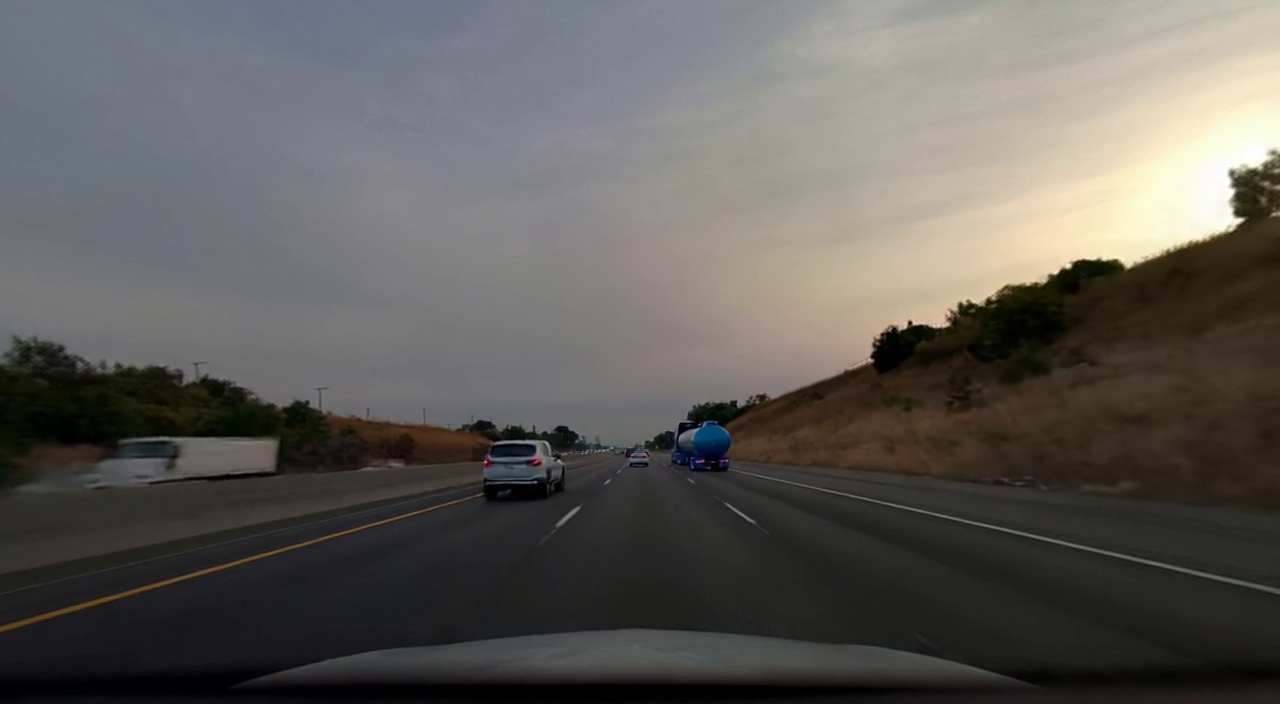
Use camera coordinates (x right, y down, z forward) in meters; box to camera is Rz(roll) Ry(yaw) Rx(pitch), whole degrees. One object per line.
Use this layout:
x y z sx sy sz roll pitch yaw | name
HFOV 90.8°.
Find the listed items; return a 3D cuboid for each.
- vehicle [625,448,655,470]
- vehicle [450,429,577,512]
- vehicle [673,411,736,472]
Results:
0.015 7.560 44.709 2.013 1.498 3.908 0 -9 0 | vehicle
-3.049 3.004 16.457 2.258 1.805 4.665 -1 -9 1 | vehicle
4.232 6.432 44.908 2.889 3.606 13.832 0 -9 0 | vehicle
